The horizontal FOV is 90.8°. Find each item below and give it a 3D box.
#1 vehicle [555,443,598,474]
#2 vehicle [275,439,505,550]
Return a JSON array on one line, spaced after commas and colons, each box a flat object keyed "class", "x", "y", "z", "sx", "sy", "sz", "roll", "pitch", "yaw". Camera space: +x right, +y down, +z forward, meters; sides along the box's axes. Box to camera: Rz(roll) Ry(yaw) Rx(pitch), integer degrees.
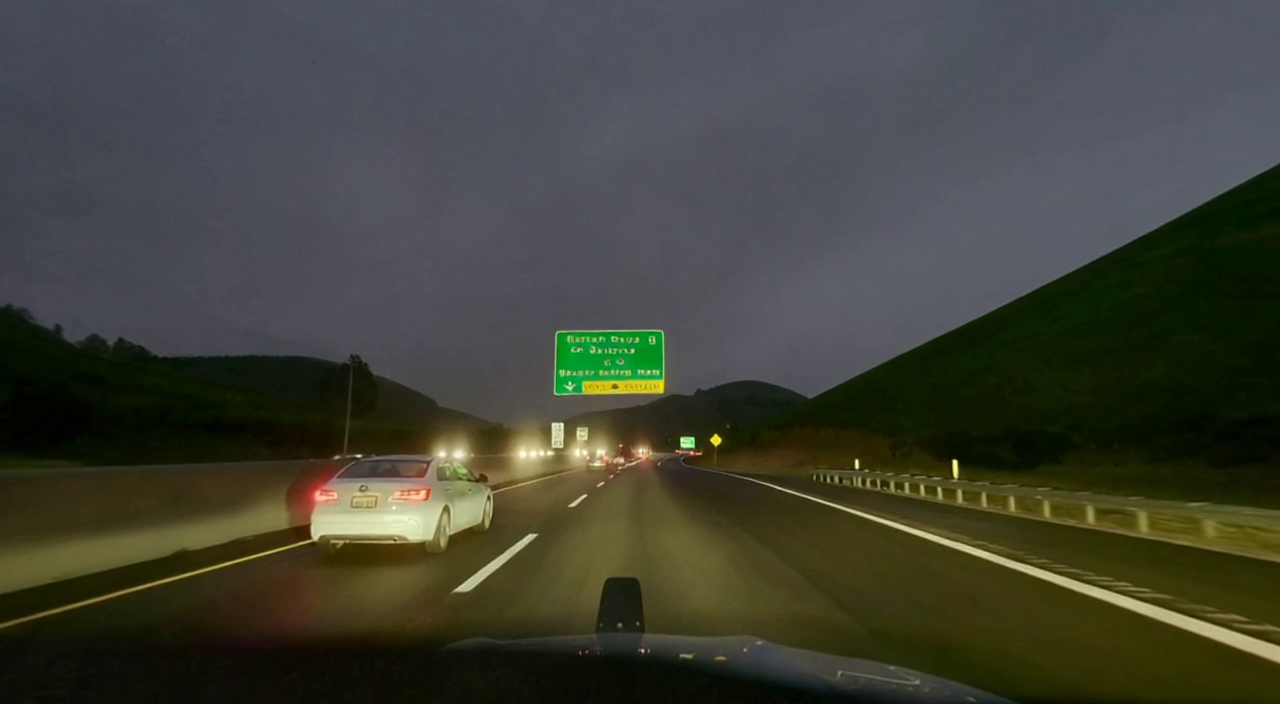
[{"class": "vehicle", "x": -3.666, "y": 6.269, "z": 37.223, "sx": 2.073, "sy": 1.694, "sz": 4.162, "roll": 0, "pitch": -9, "yaw": 1}, {"class": "vehicle", "x": -3.779, "y": 2.228, "z": 10.596, "sx": 1.988, "sy": 1.440, "sz": 4.504, "roll": 0, "pitch": -9, "yaw": 0}]
